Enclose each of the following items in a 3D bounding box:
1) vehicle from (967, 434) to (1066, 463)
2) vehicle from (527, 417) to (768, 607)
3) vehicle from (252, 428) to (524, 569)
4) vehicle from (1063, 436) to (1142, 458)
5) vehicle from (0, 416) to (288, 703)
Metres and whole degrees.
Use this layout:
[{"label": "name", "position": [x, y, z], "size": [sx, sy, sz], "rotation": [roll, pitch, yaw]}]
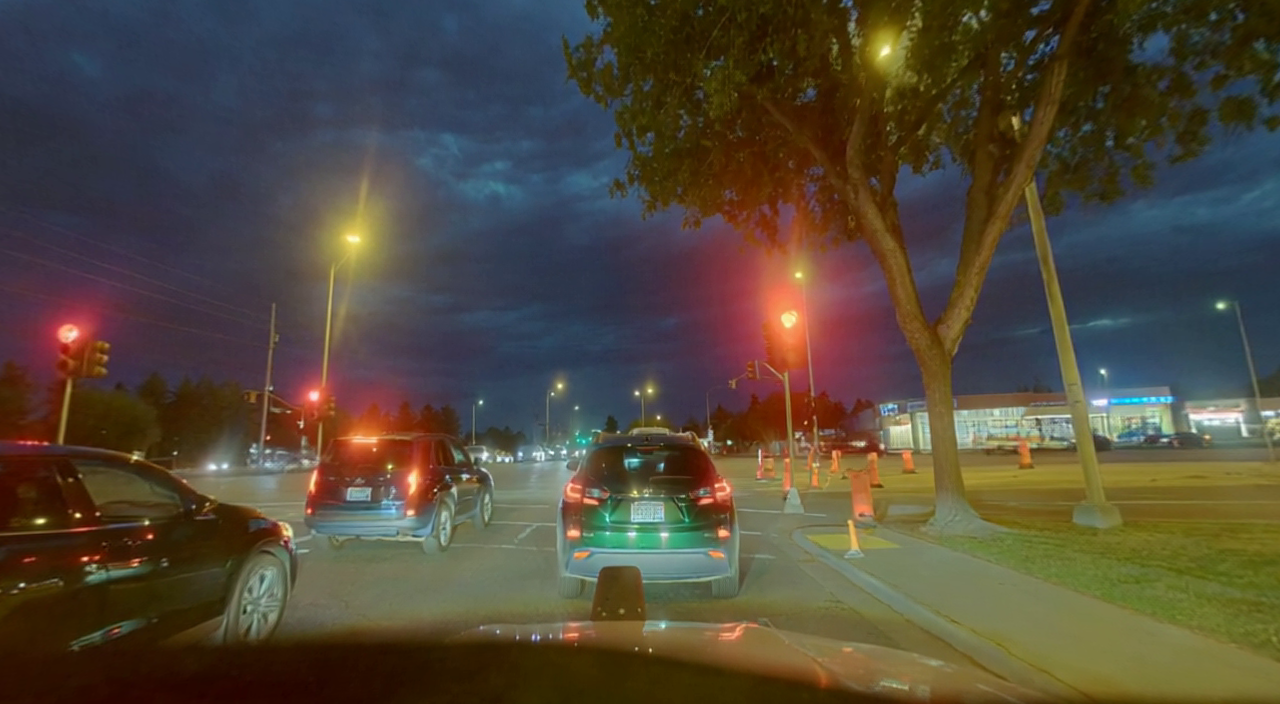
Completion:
[{"label": "vehicle", "position": [24.398, 6.269, 40.999], "size": [5.043, 1.759, 2.085], "rotation": [0, -9, 2]}, {"label": "vehicle", "position": [0.106, 1.624, 7.202], "size": [2.021, 1.560, 3.676], "rotation": [0, -9, 1]}, {"label": "vehicle", "position": [-3.272, 2.000, 9.437], "size": [1.989, 1.541, 4.626], "rotation": [0, -9, 2]}, {"label": "vehicle", "position": [36.660, 7.554, 49.987], "size": [4.791, 1.635, 1.857], "rotation": [0, -9, 1]}, {"label": "vehicle", "position": [-3.594, 0.944, 2.146], "size": [1.964, 1.497, 4.722], "rotation": [0, -9, 1]}]
